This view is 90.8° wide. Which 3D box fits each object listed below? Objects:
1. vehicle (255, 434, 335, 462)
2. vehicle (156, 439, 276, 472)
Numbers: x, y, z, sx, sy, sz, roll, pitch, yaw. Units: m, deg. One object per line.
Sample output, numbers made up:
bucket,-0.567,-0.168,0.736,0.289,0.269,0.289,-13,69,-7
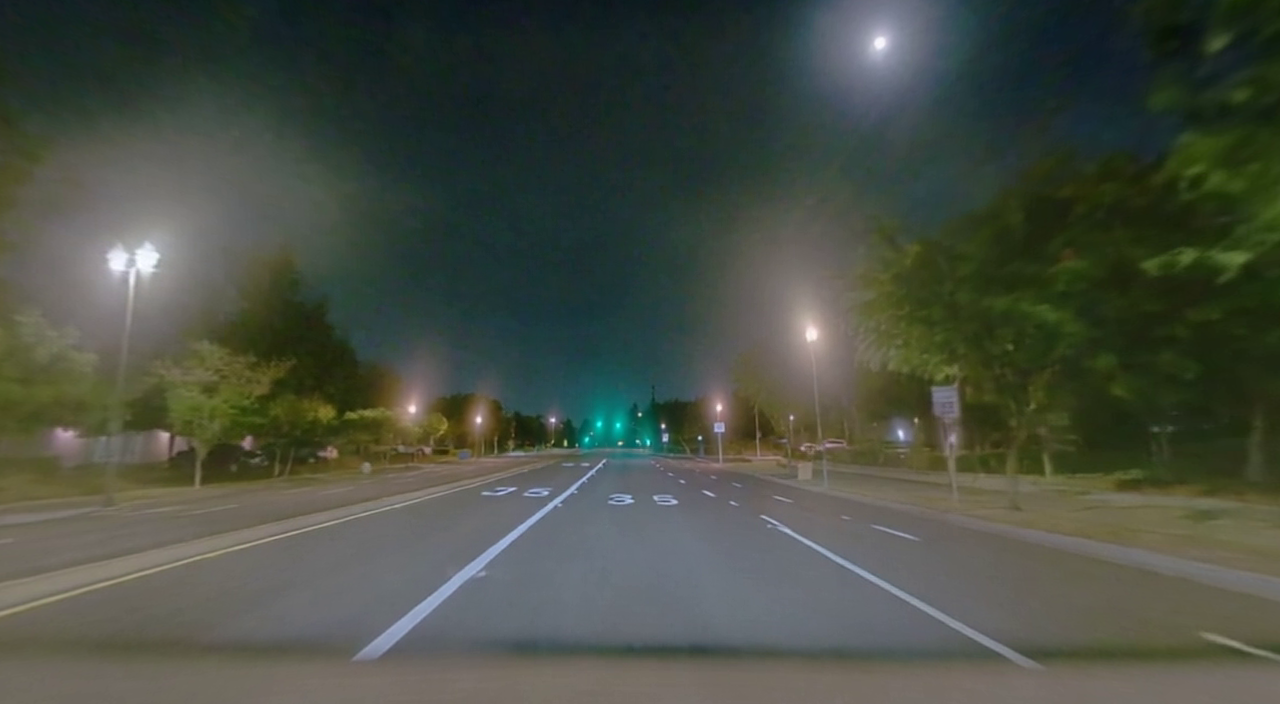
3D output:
vehicle,-21.759,6.095,39.959,3.886,1.641,1.850,1,-10,-1
vehicle,-20.714,5.065,31.000,4.536,1.502,1.975,-1,-8,4
